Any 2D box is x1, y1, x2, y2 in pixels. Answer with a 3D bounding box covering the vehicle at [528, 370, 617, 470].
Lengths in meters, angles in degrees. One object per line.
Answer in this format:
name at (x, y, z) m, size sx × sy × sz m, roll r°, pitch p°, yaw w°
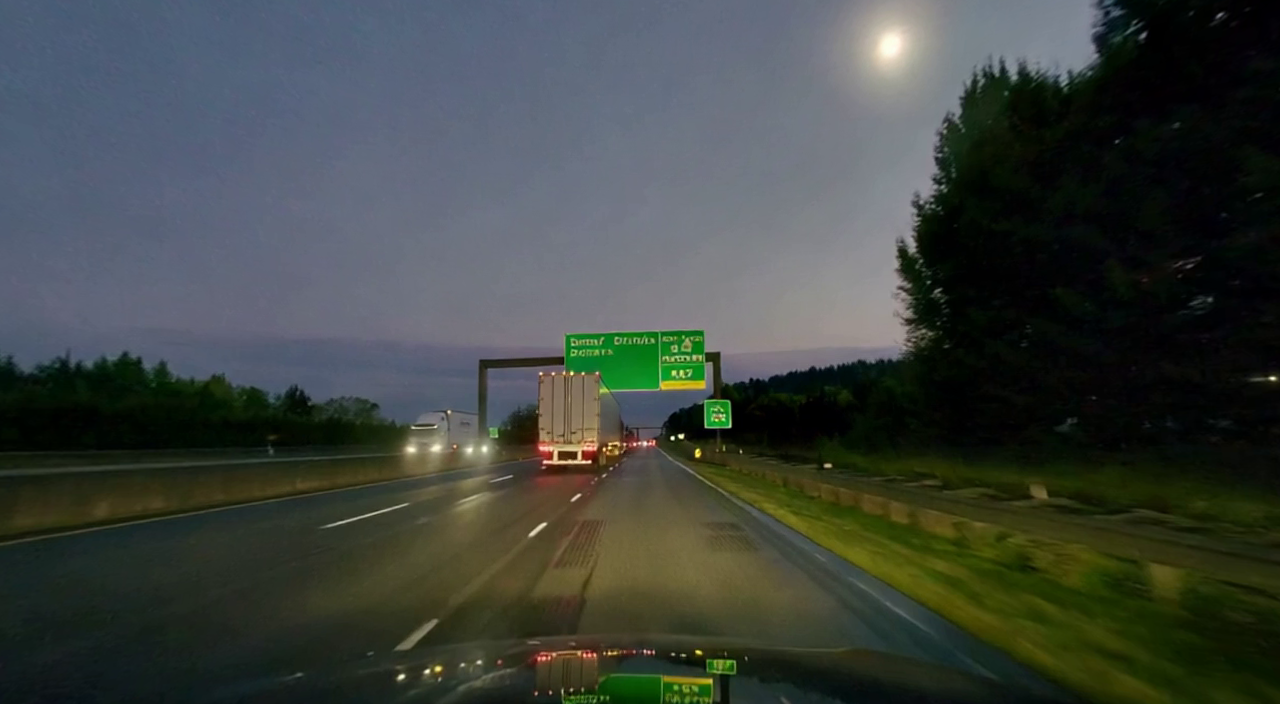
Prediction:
vehicle at (-3.024, 3.781, 32.779) m, size 2.947 × 4.051 × 14.256 m, roll 1°, pitch -8°, yaw 0°
